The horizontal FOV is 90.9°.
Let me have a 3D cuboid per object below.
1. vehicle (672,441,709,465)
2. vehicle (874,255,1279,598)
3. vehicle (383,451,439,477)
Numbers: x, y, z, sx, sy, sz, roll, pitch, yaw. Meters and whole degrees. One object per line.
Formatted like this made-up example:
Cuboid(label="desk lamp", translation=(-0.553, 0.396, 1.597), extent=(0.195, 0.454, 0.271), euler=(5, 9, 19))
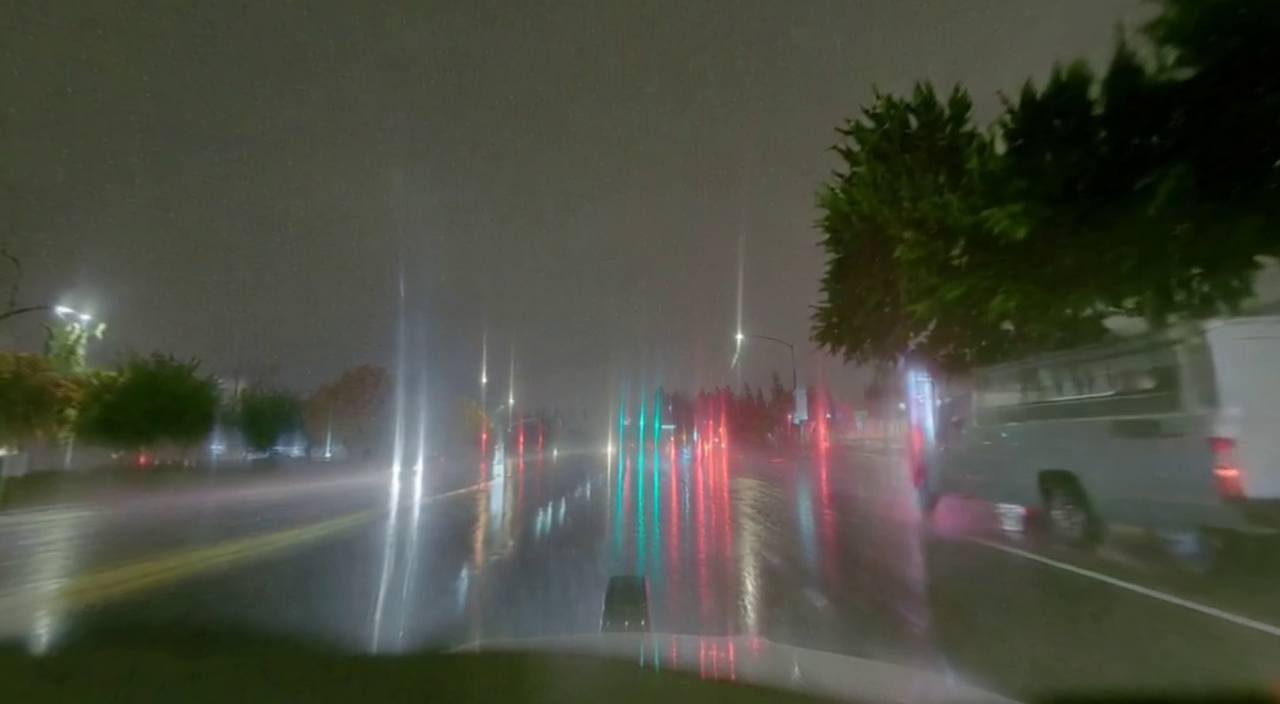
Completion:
Cuboid(label="vehicle", translation=(3.308, 6.747, 42.278), extent=(2.057, 1.470, 4.454), euler=(0, -8, 0))
Cuboid(label="vehicle", translation=(6.841, 1.241, 10.018), extent=(3.013, 3.152, 8.476), euler=(0, -8, 0))
Cuboid(label="vehicle", translation=(-13.919, 6.809, 38.601), extent=(1.887, 1.470, 4.240), euler=(0, -8, -1))
